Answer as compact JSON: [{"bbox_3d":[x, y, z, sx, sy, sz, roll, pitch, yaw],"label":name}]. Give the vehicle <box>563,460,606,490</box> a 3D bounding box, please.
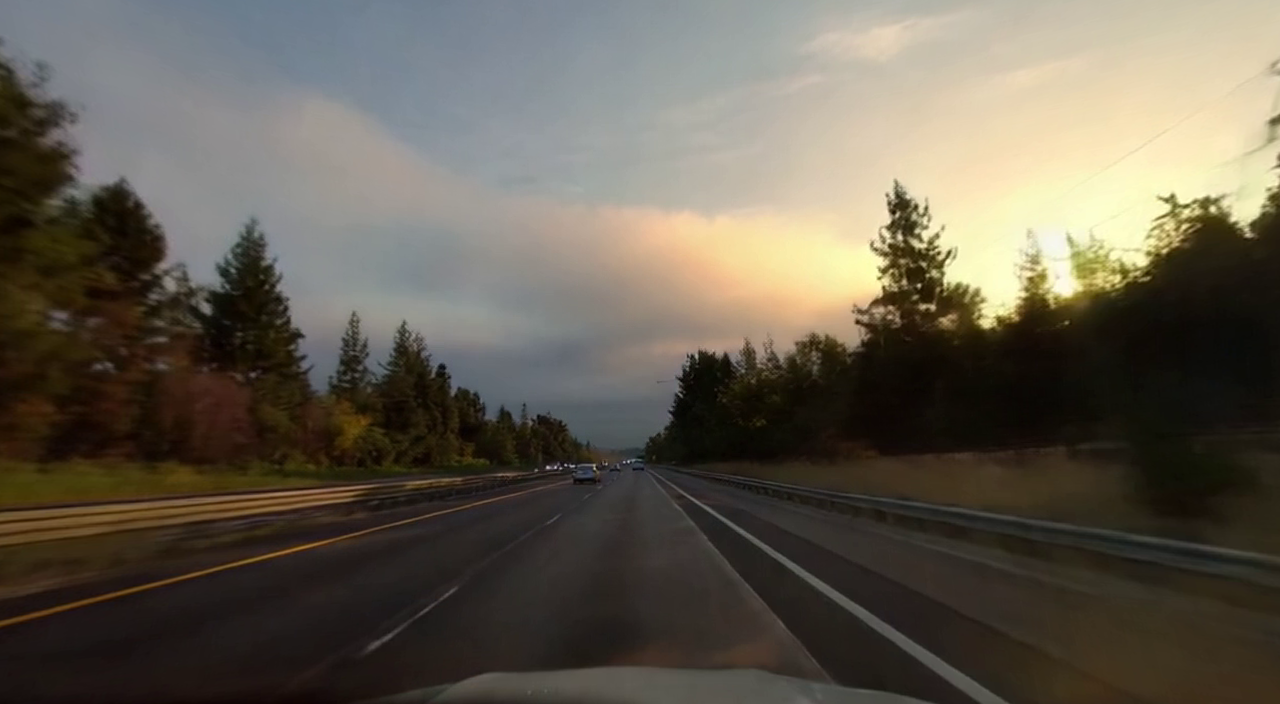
[{"bbox_3d":[-3.054,6.898,35.424,1.900,1.550,4.146,1,-10,1],"label":"vehicle"}]
